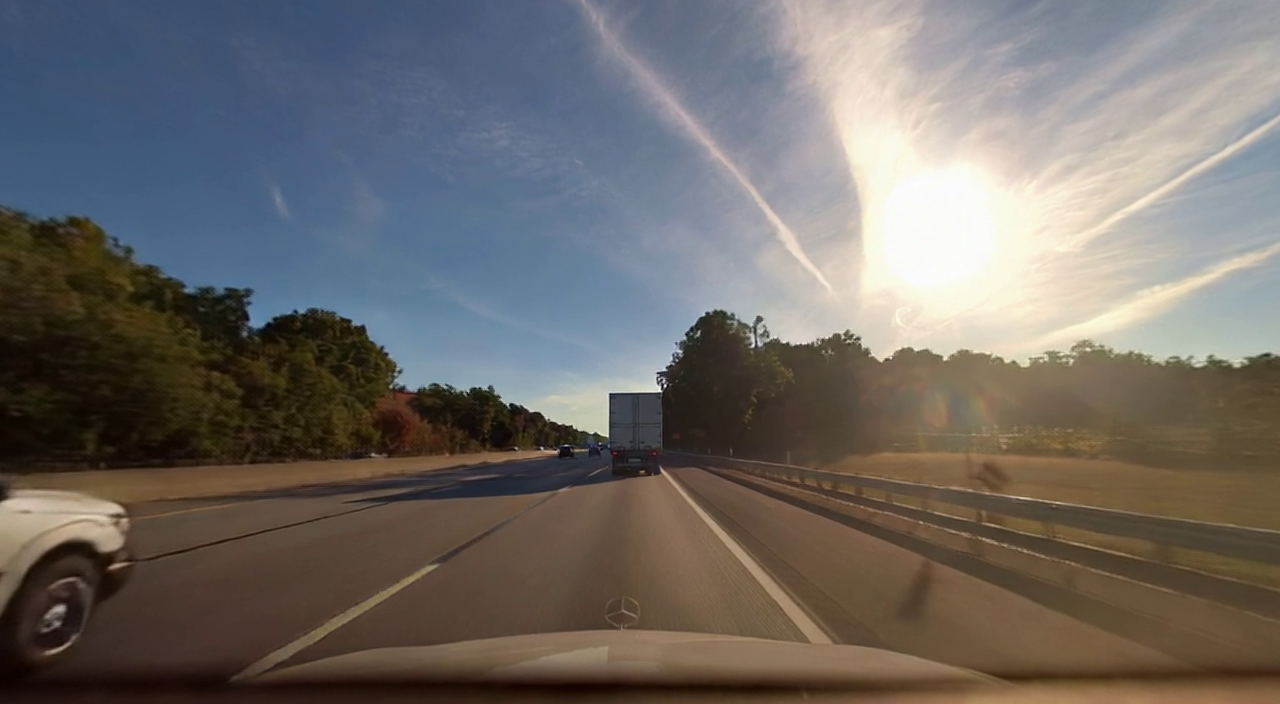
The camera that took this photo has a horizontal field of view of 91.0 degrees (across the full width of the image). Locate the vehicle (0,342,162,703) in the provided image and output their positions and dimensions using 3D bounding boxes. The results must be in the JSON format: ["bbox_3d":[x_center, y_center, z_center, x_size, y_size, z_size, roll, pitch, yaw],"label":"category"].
[{"bbox_3d":[-4.290,0.650,1.558,2.285,1.833,4.984,0,-9,0],"label":"vehicle"}]

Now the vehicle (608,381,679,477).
[{"bbox_3d":[0.042,4.171,32.985,3.052,4.132,11.336,0,-9,-1],"label":"vehicle"}]
